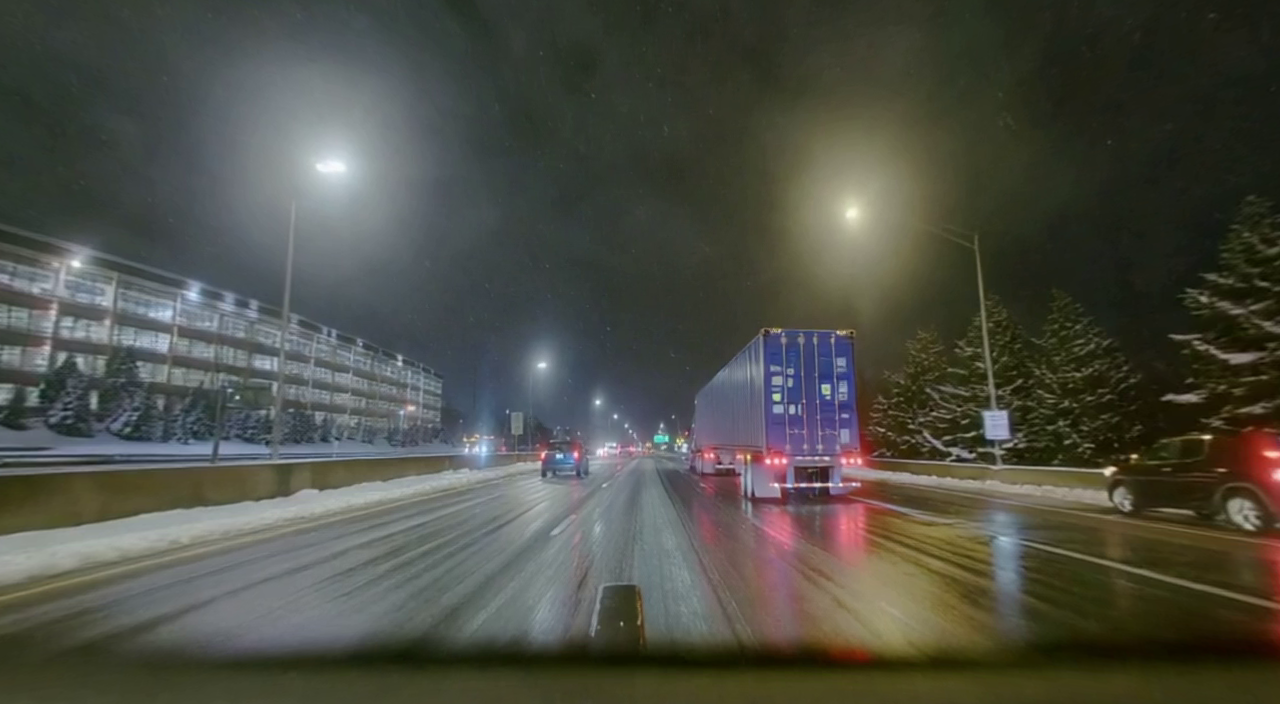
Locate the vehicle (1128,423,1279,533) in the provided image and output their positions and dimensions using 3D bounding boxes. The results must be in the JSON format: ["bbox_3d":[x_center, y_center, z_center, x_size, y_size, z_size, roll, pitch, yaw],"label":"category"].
[{"bbox_3d":[12.069,2.308,11.708,2.129,1.874,4.907,0,-9,2],"label":"vehicle"}]

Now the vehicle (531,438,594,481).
[{"bbox_3d":[-2.975,4.234,25.010,1.954,1.528,4.010,0,-9,1],"label":"vehicle"}]

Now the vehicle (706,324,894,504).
[{"bbox_3d":[4.245,2.352,20.841,2.893,3.992,13.605,0,-9,1],"label":"vehicle"}]
